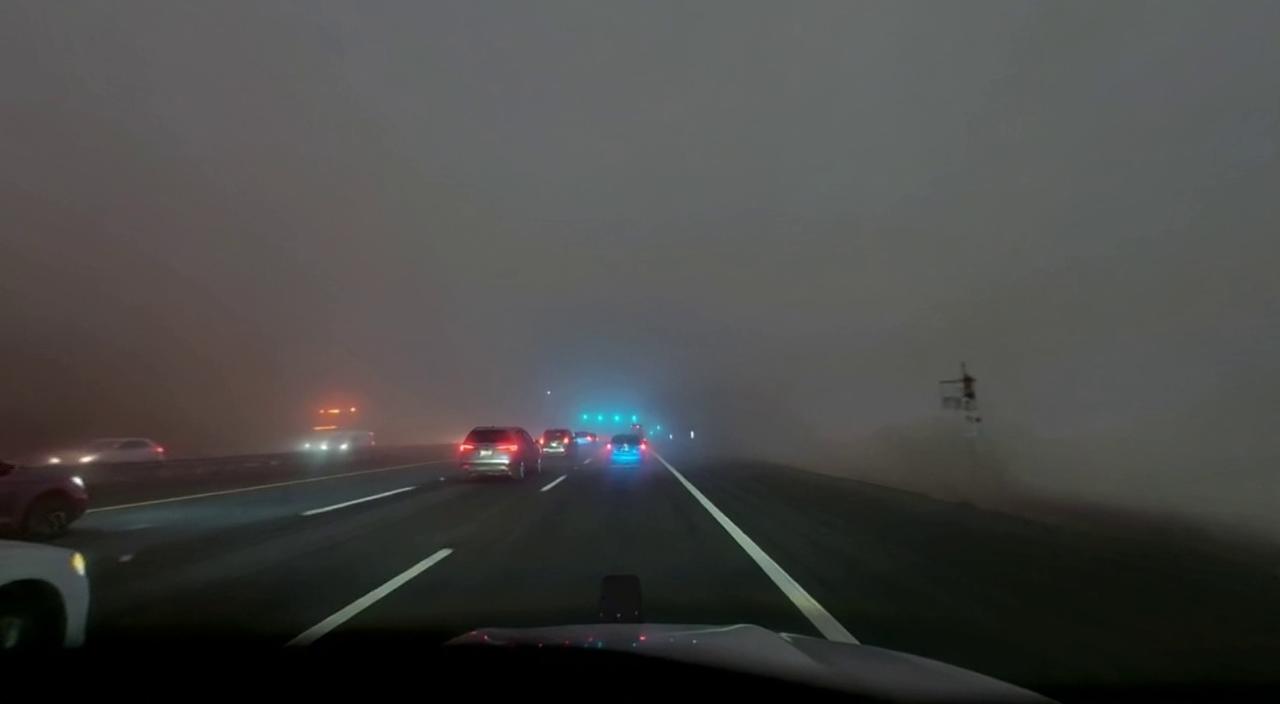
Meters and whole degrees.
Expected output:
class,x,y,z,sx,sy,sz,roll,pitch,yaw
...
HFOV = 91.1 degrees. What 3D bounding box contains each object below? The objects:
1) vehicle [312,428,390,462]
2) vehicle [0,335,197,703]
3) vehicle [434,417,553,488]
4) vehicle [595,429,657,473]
class,x,y,z,sx,sy,sz,roll,pitch,yaw
vehicle,-15.546,5.028,34.155,2.078,1.665,4.538,0,-8,0
vehicle,-3.748,0.651,1.609,2.107,1.703,4.274,0,-8,-1
vehicle,-3.866,2.746,17.559,2.154,1.690,4.595,0,-8,1
vehicle,-0.480,3.572,23.043,2.070,1.452,3.834,0,-8,-1
